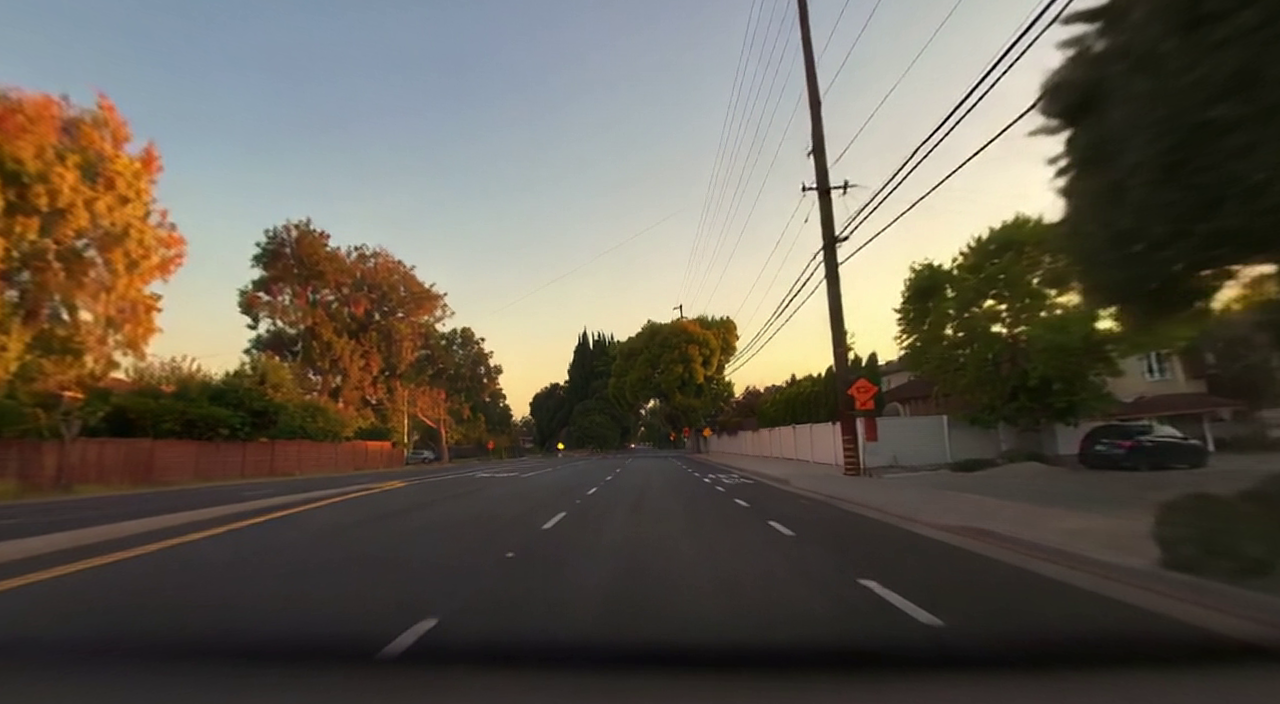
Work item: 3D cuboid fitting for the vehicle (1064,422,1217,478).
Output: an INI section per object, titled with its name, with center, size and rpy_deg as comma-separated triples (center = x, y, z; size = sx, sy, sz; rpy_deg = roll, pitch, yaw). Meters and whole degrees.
[vehicle]
center = 18.427, 3.599, 23.303
size = 4.229, 1.911, 2.134
rpy_deg = 2, -8, -13
